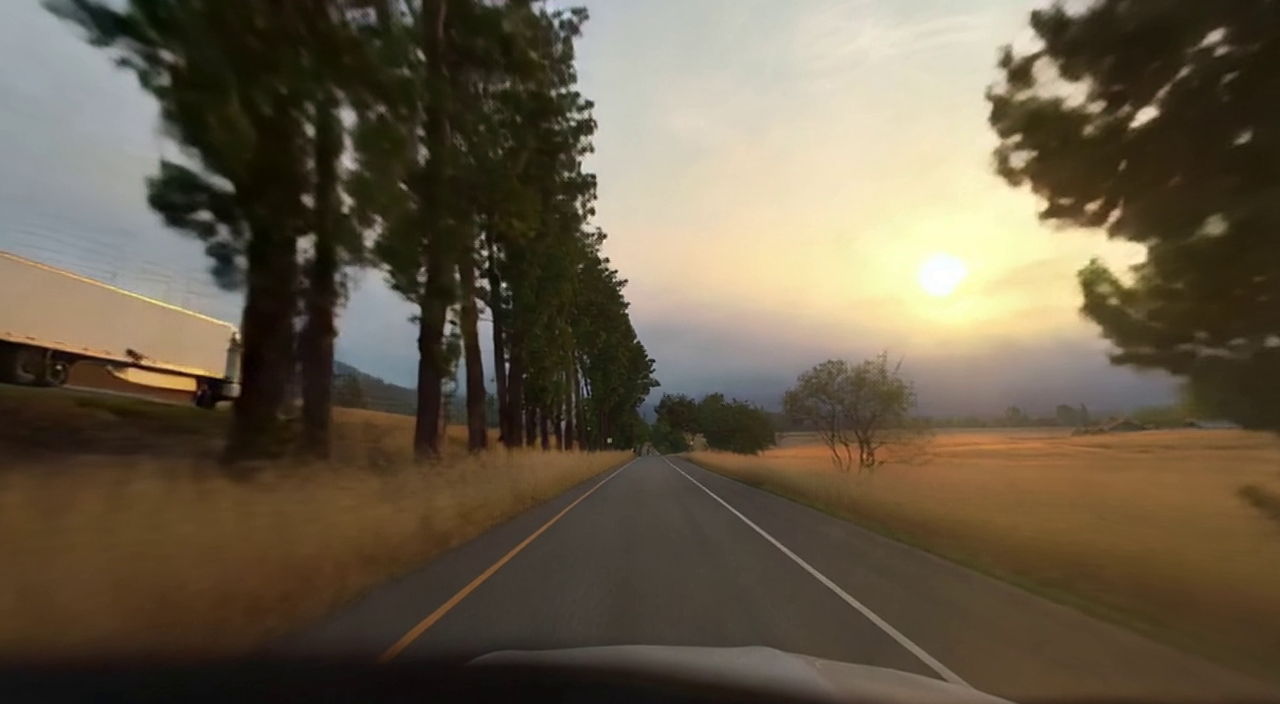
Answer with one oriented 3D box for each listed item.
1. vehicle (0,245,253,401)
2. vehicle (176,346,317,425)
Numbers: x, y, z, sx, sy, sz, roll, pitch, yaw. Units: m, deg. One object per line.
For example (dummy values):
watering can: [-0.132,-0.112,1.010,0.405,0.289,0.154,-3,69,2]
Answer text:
vehicle: [-24.989,-0.784,28.805,3.314,4.163,16.558,-1,-11,3]
vehicle: [-23.924,2.231,39.114,3.022,4.324,8.607,-1,-5,2]
